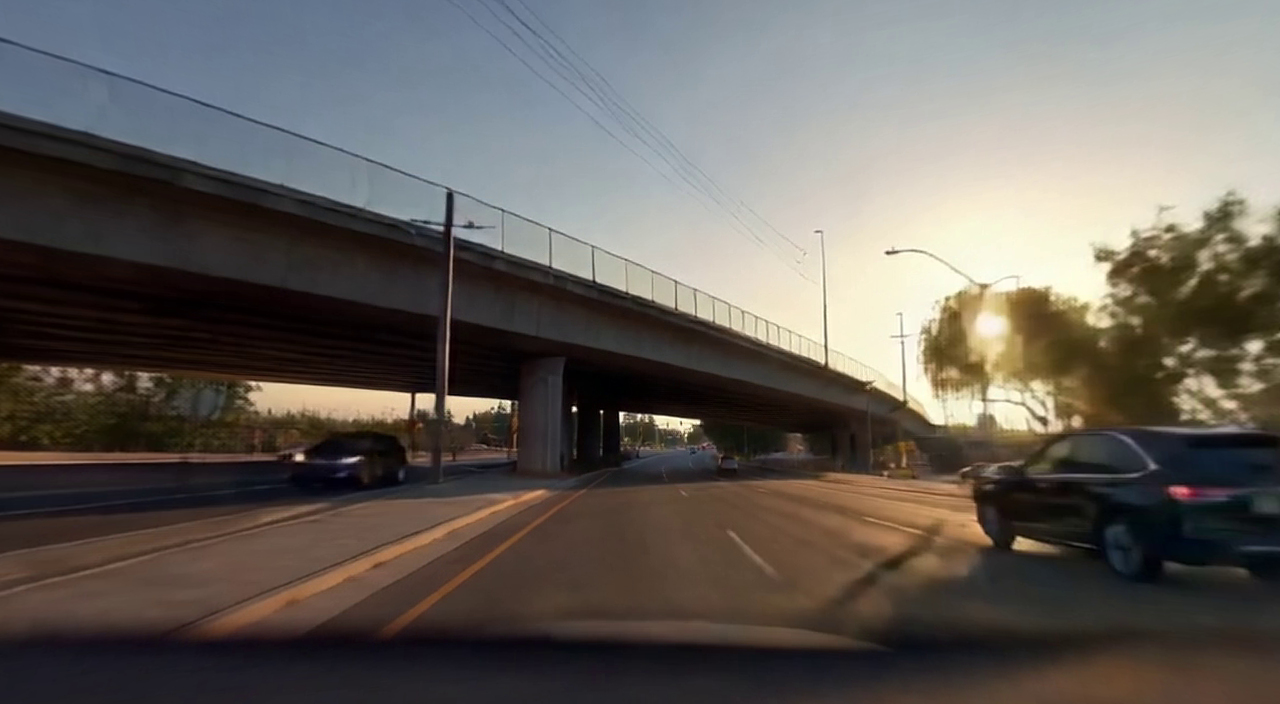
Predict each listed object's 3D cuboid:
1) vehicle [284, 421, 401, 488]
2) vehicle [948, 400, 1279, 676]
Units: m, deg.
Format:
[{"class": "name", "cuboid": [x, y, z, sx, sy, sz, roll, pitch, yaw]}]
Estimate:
[{"class": "vehicle", "cuboid": [-10.315, 3.712, 22.379, 2.206, 2.034, 4.486, -2, -11, -4]}, {"class": "vehicle", "cuboid": [5.544, 1.480, 6.188, 2.331, 1.872, 5.378, -4, -8, 1]}]
